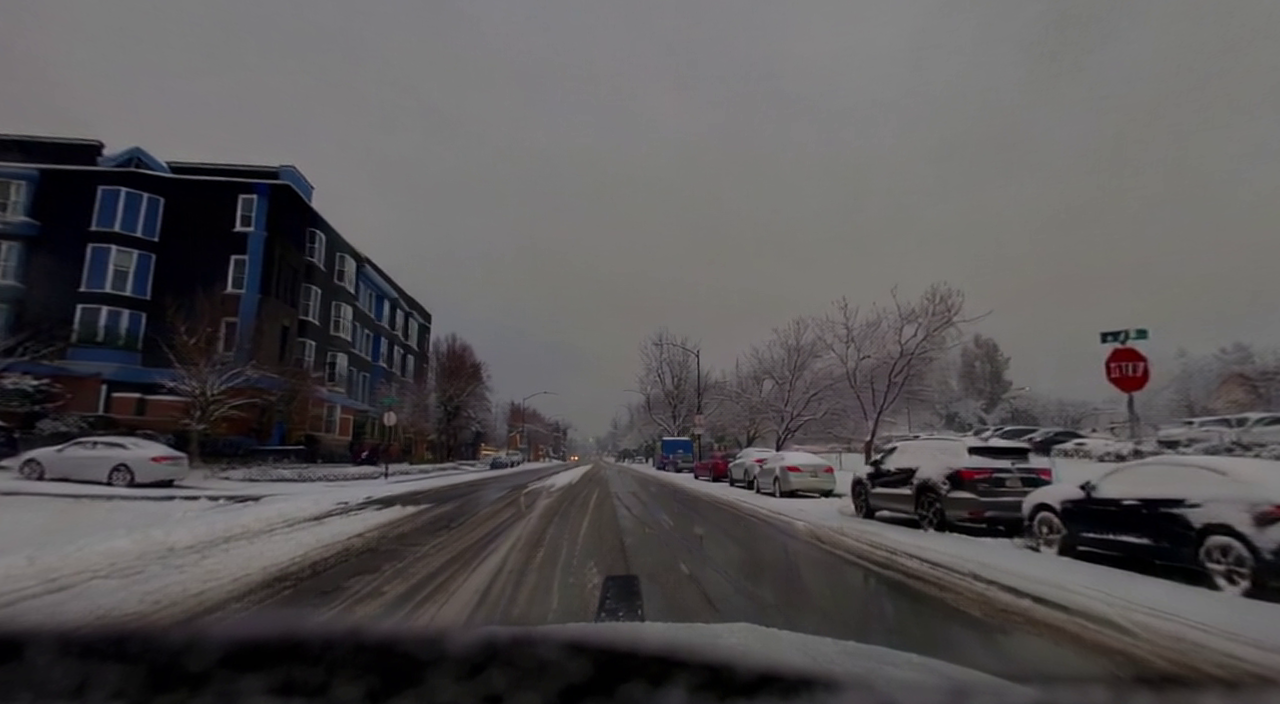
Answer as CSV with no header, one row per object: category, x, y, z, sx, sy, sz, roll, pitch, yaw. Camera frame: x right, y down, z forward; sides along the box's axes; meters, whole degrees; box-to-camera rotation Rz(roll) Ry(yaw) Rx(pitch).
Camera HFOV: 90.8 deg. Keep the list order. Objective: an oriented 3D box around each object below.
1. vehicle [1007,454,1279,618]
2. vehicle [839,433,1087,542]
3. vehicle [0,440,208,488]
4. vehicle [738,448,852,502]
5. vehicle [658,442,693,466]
vehicle,6.469,1.885,7.185,1.900,1.368,4.176,1,-8,-3
vehicle,5.978,2.516,12.591,1.917,1.704,4.840,1,-8,-7
vehicle,-16.407,3.407,19.490,4.603,1.335,1.889,2,-9,-14
vehicle,5.032,4.034,21.313,2.122,1.554,4.777,1,-8,-7
vehicle,2.729,8.012,49.708,2.386,1.752,4.376,0,-8,-3
